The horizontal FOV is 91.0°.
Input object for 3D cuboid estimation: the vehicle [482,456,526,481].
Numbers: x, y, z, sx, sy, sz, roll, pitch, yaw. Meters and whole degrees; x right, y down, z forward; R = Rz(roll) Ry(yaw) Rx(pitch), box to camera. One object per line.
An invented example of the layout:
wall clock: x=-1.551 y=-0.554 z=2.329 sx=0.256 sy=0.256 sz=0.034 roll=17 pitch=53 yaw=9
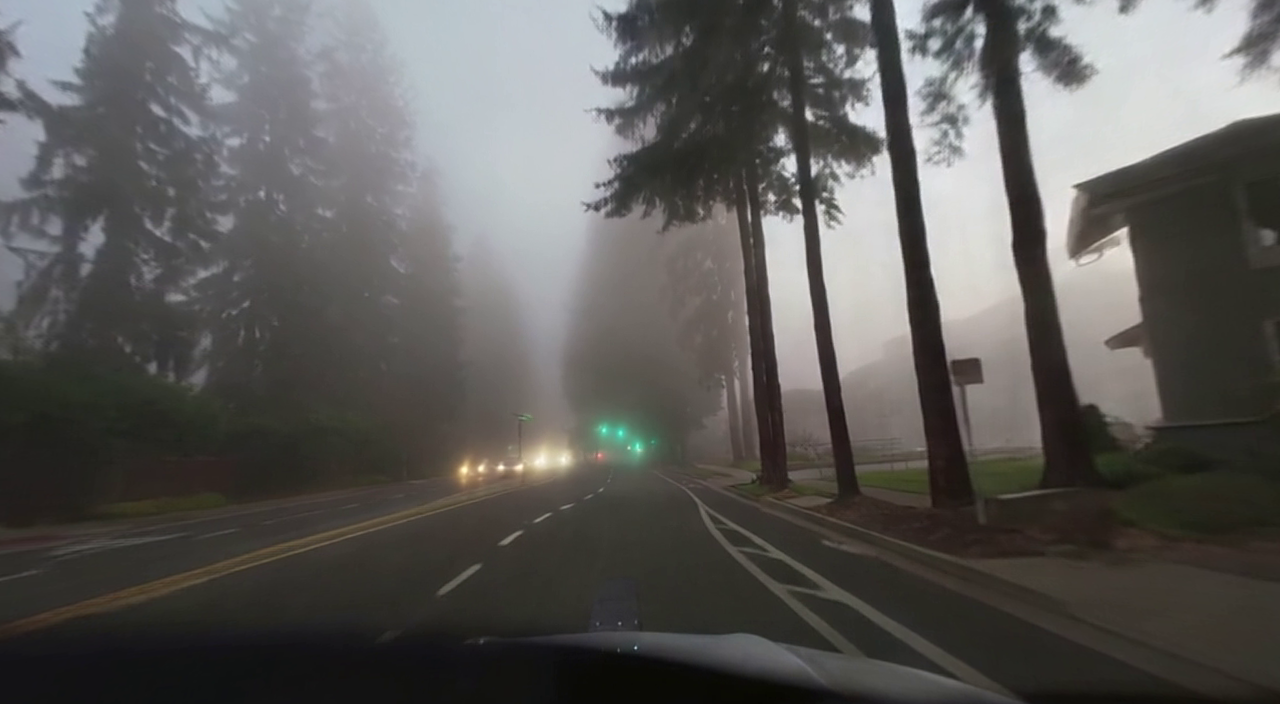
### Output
vehicle: x=-9.163 y=7.851 z=42.762 sx=2.050 sy=1.486 sz=4.512 roll=0 pitch=-9 yaw=-2
